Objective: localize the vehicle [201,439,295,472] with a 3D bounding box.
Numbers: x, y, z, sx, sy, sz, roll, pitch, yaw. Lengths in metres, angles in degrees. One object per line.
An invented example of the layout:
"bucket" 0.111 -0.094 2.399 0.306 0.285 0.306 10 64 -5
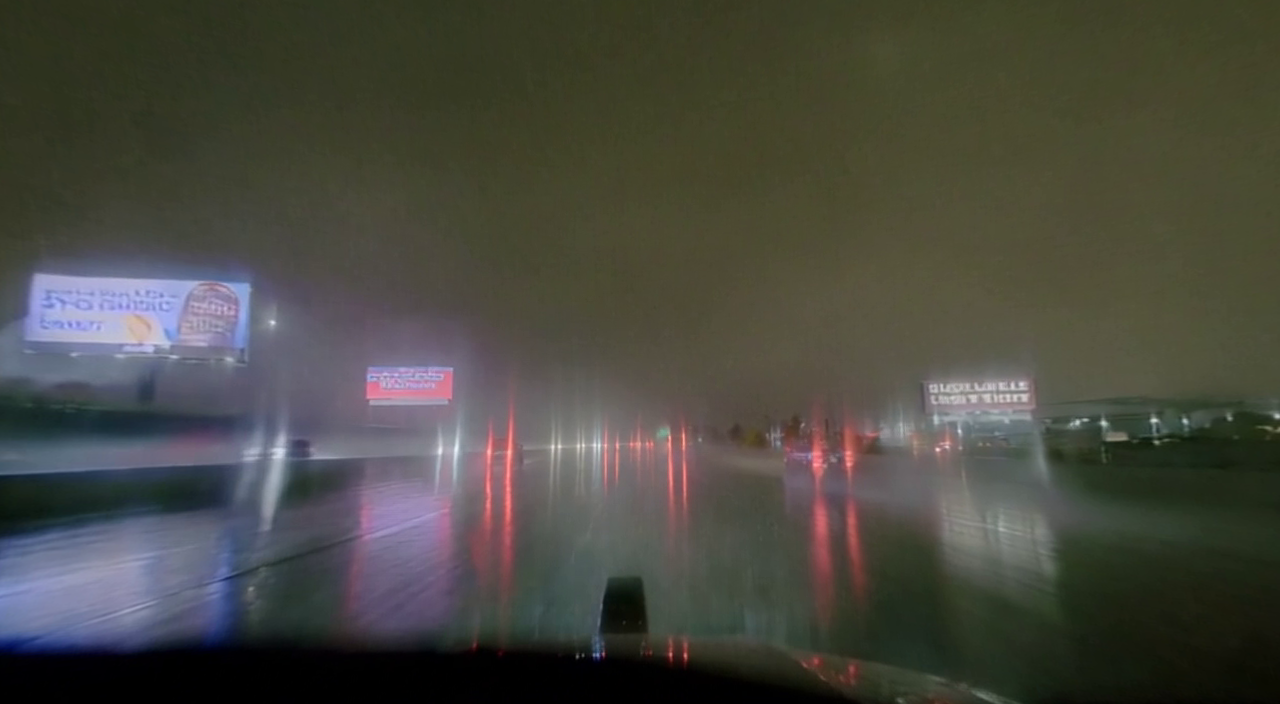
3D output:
"vehicle" -22.187 5.865 35.799 2.103 1.768 4.965 0 -9 1

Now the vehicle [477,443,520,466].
"vehicle" -10.099 7.349 45.154 1.974 1.513 4.584 0 -9 0
